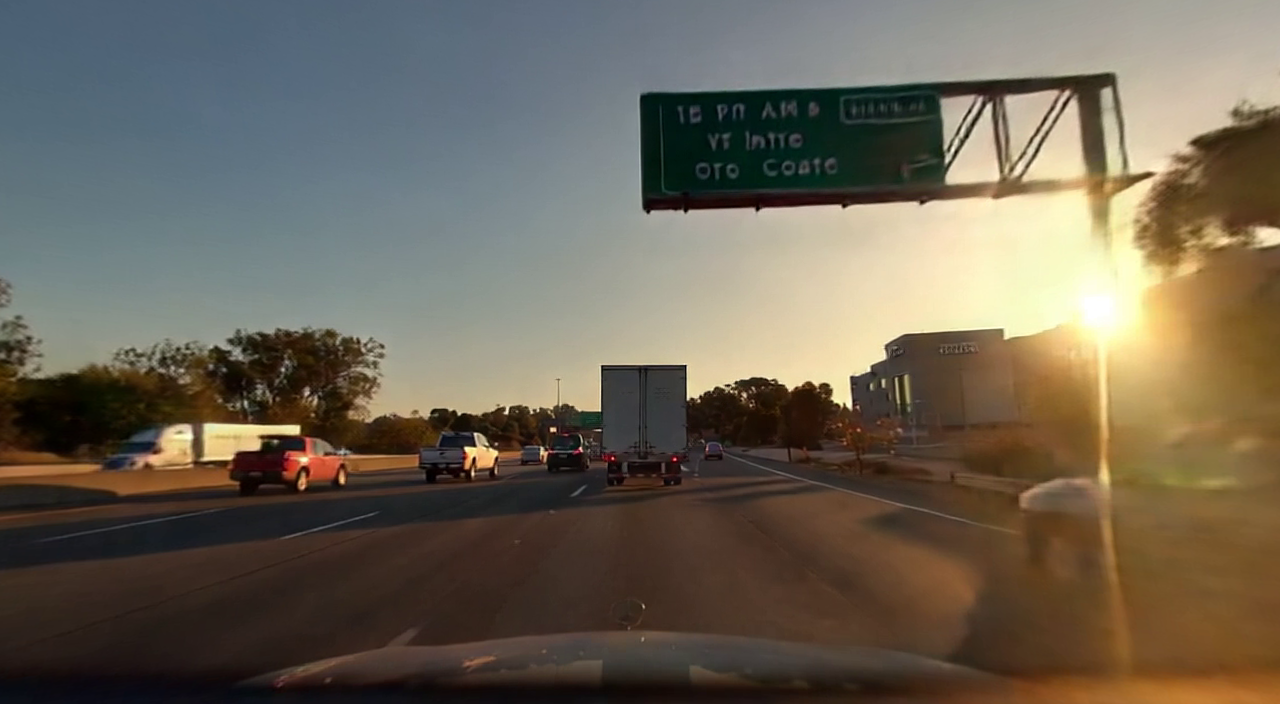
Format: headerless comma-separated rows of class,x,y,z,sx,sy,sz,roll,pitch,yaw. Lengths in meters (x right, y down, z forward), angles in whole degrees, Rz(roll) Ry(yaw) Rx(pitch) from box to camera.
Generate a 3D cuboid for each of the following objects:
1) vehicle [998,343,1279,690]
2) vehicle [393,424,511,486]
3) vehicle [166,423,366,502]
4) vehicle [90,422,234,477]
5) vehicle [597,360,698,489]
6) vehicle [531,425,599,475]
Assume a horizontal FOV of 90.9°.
vehicle,4.418,0.878,3.422,2.137,1.796,4.817,0,-9,1
vehicle,-6.695,3.796,23.443,2.479,1.978,5.952,0,-9,1
vehicle,-10.298,3.102,18.178,2.089,1.885,5.888,0,-9,1
vehicle,-28.403,5.864,38.053,2.888,3.005,7.363,0,-9,0
vehicle,0.173,2.851,23.531,2.941,3.794,9.851,0,-9,-1
vehicle,-3.378,4.618,29.786,2.379,2.075,6.169,0,-9,1
